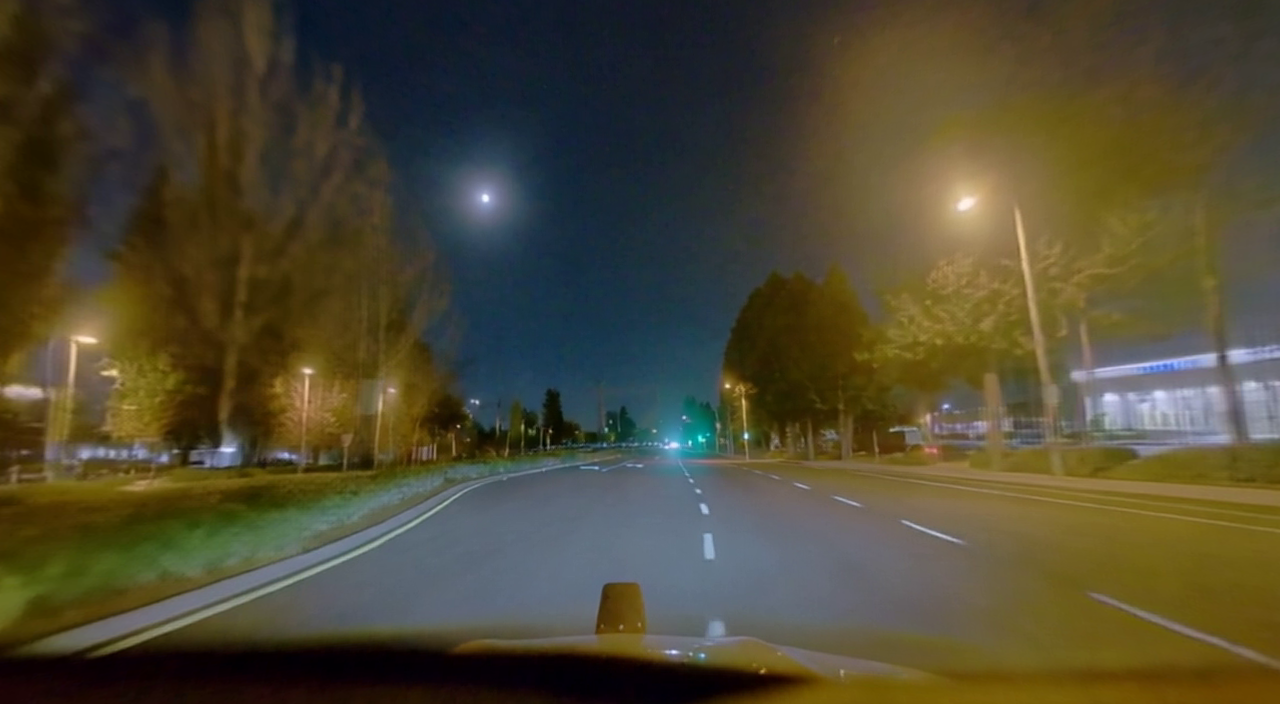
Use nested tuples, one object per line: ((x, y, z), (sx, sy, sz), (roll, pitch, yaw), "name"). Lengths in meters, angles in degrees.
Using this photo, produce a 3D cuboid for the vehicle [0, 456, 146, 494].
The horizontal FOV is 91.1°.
((-32.013, 6.901, 35.712), (2.510, 1.873, 5.815), (-2, -9, 10), "vehicle")
